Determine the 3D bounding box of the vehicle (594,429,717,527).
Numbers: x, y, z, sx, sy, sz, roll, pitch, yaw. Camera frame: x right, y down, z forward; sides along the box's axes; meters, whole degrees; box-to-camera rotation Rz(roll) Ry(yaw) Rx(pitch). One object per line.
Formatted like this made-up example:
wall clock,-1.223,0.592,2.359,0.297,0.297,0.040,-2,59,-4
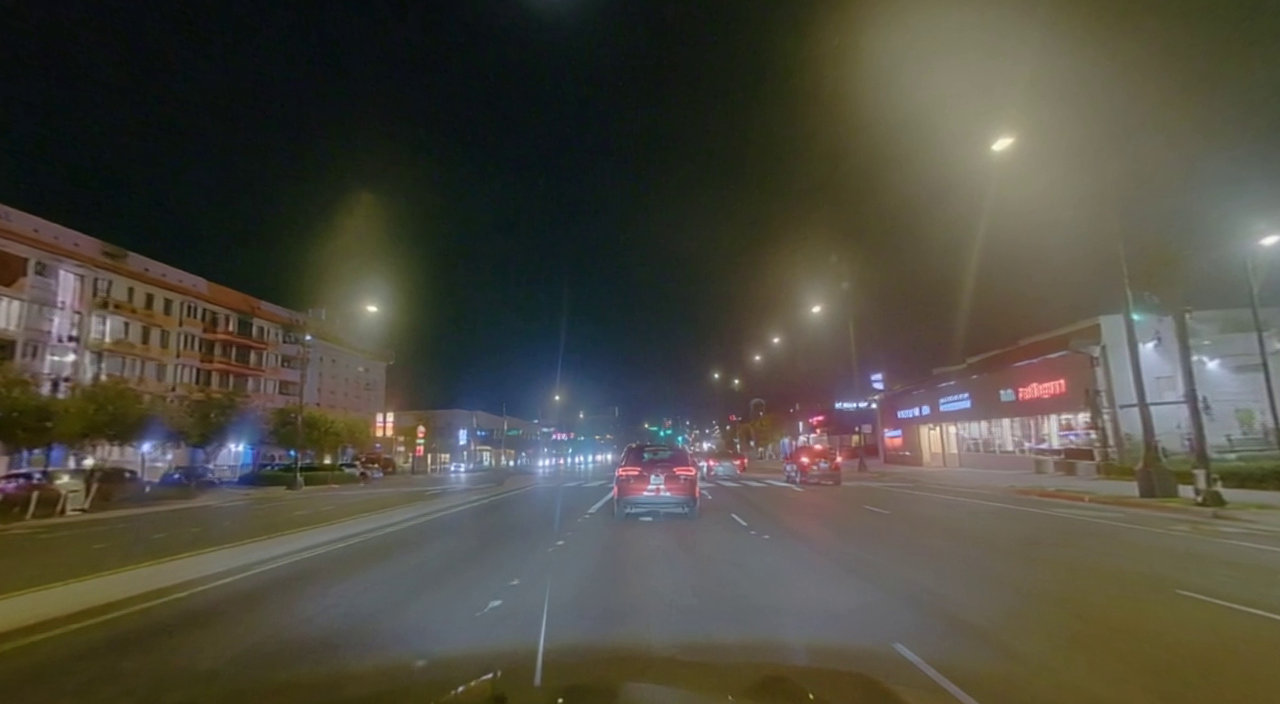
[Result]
vehicle,0.258,2.464,12.906,2.125,1.669,3.880,0,-8,0

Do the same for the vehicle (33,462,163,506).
vehicle,-25.876,6.271,30.384,2.026,1.808,4.835,0,-9,-2

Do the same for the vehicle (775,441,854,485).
vehicle,6.967,4.441,25.650,2.086,1.627,4.294,0,-8,2

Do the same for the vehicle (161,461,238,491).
vehicle,-27.884,7.848,40.091,1.861,1.578,4.152,0,-8,1
